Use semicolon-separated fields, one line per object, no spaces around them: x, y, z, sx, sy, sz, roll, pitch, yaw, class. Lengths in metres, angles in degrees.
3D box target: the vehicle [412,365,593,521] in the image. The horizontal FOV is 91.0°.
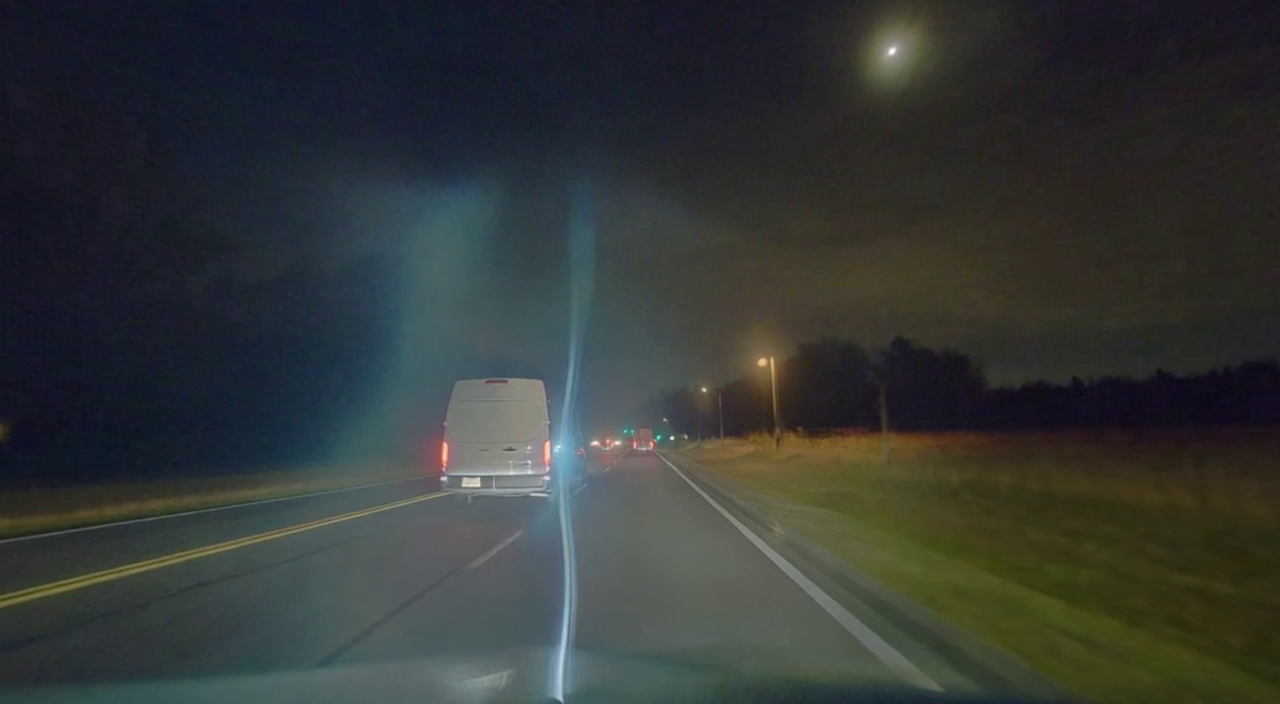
-2.555;1.957;13.720;2.497;2.628;6.016;0;-8;1;vehicle
